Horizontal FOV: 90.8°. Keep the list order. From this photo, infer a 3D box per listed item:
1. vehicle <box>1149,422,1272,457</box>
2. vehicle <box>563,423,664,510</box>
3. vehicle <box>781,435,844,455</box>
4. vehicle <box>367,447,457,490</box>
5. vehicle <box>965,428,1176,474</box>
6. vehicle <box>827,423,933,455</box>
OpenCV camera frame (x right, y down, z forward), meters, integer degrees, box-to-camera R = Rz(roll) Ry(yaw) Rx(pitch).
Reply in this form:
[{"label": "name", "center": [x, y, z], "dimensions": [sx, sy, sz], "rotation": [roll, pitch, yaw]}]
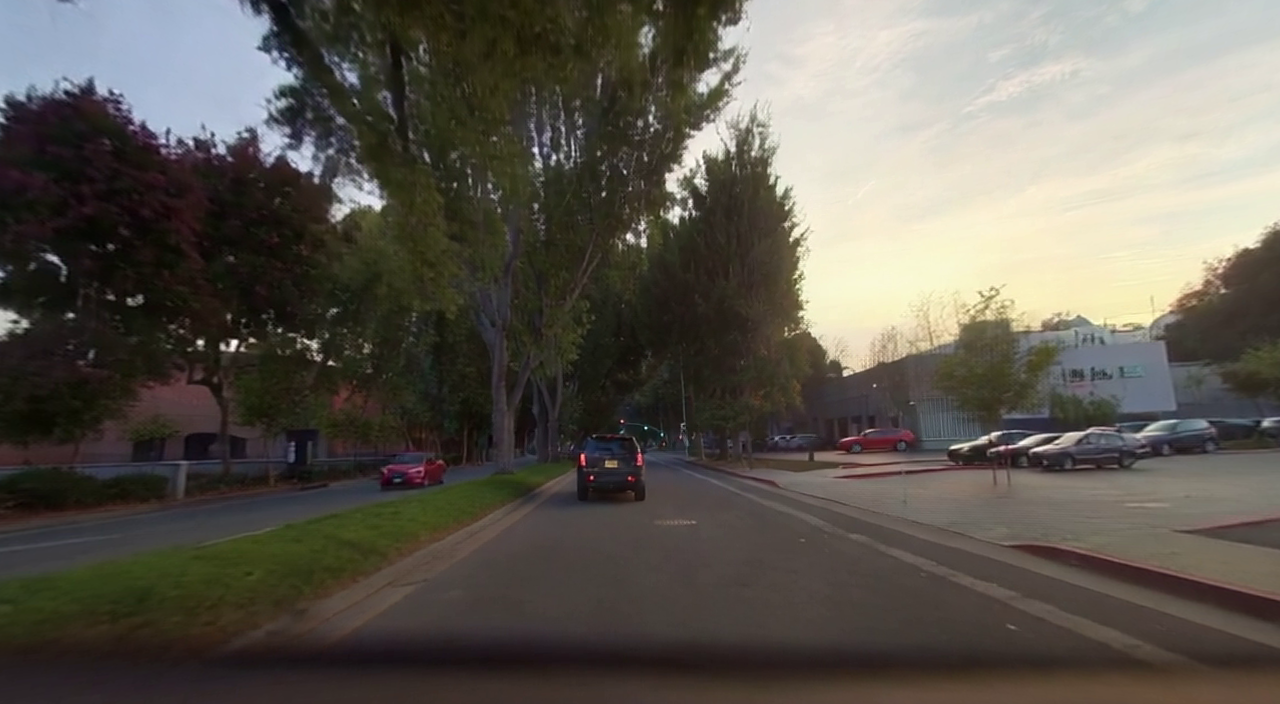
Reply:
[{"label": "vehicle", "center": [25.492, 3.975, 28.449], "dimensions": [1.816, 1.452, 3.934], "rotation": [0, -8, 0]}, {"label": "vehicle", "center": [-0.618, 2.874, 16.428], "dimensions": [2.157, 1.816, 5.804], "rotation": [0, -8, -1]}, {"label": "vehicle", "center": [12.783, 6.947, 47.041], "dimensions": [4.090, 1.433, 1.983], "rotation": [0, -8, 1]}, {"label": "vehicle", "center": [-8.958, 4.587, 25.292], "dimensions": [2.027, 1.493, 4.707], "rotation": [0, -8, -2]}, {"label": "vehicle", "center": [14.280, 3.319, 21.274], "dimensions": [5.344, 1.440, 2.318], "rotation": [0, -9, 2]}, {"label": "vehicle", "center": [12.945, 4.740, 34.346], "dimensions": [4.788, 1.625, 2.319], "rotation": [0, -8, -3]}]
